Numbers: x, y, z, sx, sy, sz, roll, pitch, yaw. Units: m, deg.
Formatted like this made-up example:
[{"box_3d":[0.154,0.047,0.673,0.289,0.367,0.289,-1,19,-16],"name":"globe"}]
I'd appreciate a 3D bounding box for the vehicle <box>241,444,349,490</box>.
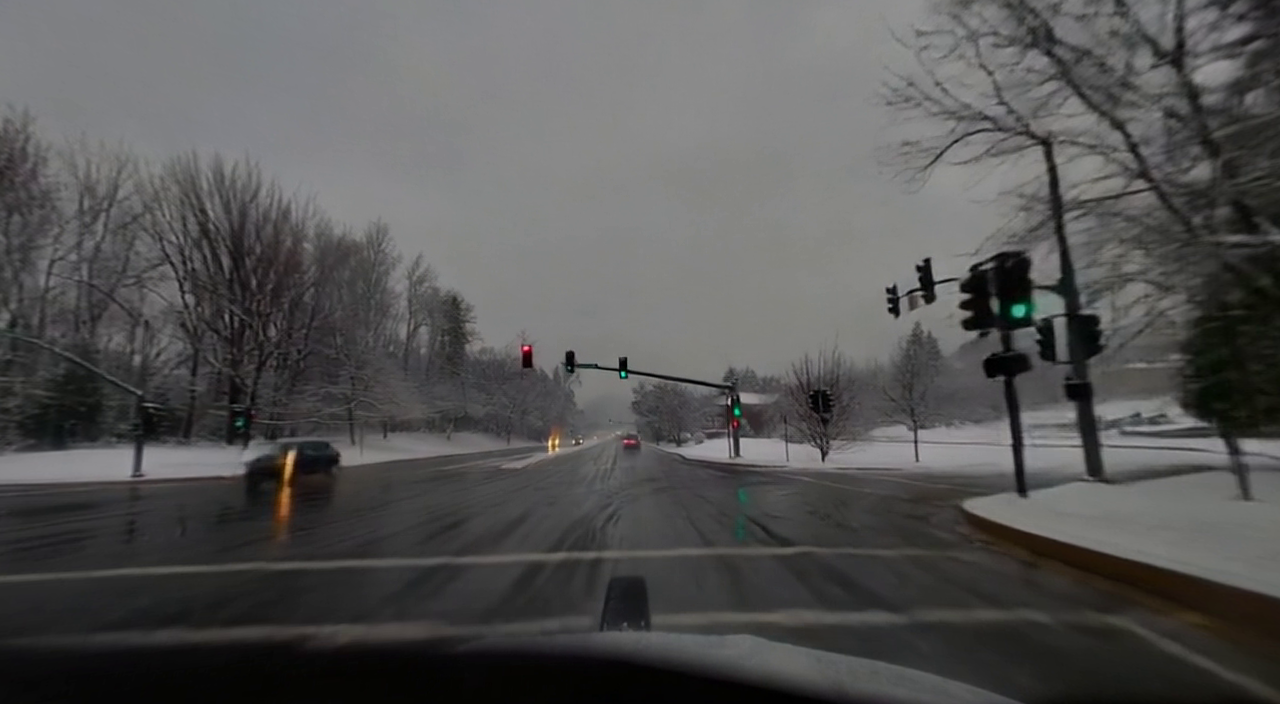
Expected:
[{"box_3d":[-12.955,4.305,24.006,1.877,1.600,3.952,0,-8,0],"name":"vehicle"}]
